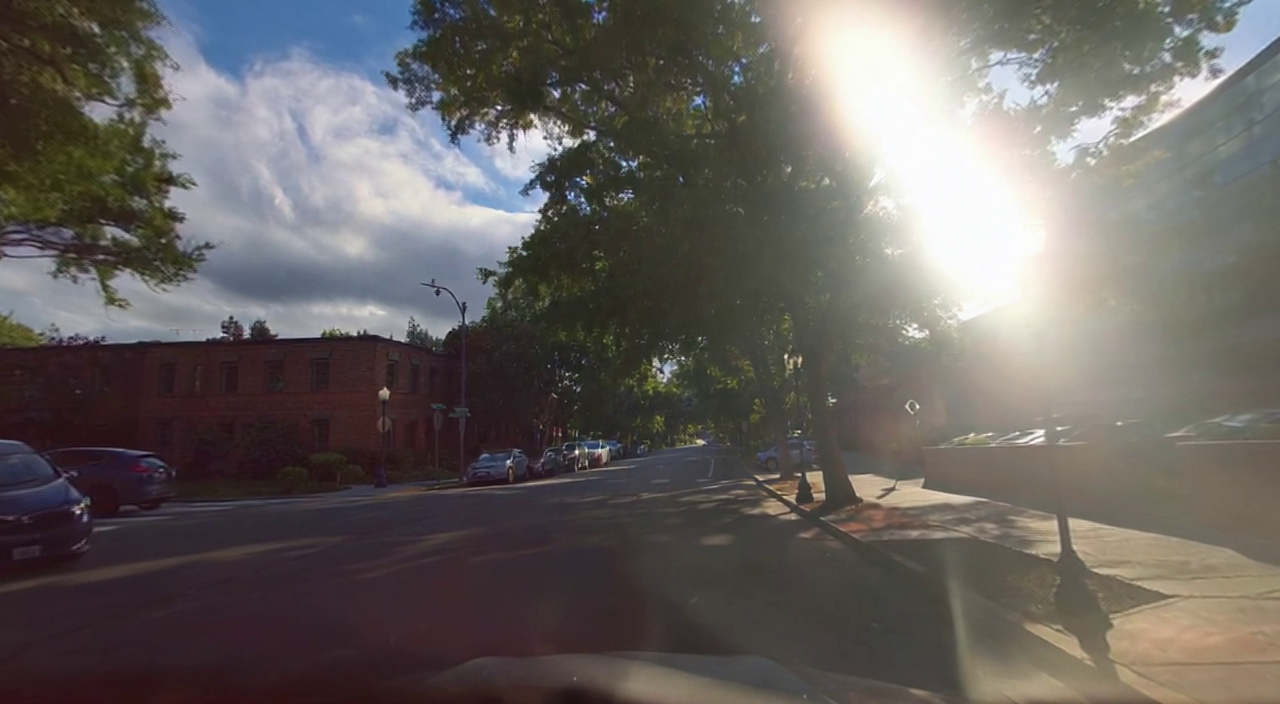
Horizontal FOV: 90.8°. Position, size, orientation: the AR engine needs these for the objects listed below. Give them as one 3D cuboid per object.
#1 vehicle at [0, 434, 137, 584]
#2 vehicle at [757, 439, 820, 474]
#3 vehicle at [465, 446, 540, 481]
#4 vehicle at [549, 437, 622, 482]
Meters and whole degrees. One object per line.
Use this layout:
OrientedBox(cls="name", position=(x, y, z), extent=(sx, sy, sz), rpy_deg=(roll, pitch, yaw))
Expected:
OrientedBox(cls="vehicle", position=(-8.877, 1.875, 7.952), extent=(4.141, 1.620, 1.876), rpy_deg=(-3, -9, 18))
OrientedBox(cls="vehicle", position=(6.709, 4.755, 28.992), extent=(1.918, 1.461, 4.419), rpy_deg=(0, -8, 1))
OrientedBox(cls="vehicle", position=(-6.053, 4.949, 28.393), extent=(1.968, 1.443, 4.358), rpy_deg=(-1, -9, 6))
OrientedBox(cls="vehicle", position=(-2.123, 4.367, 25.867), extent=(2.110, 1.651, 4.410), rpy_deg=(-1, -9, 7))
